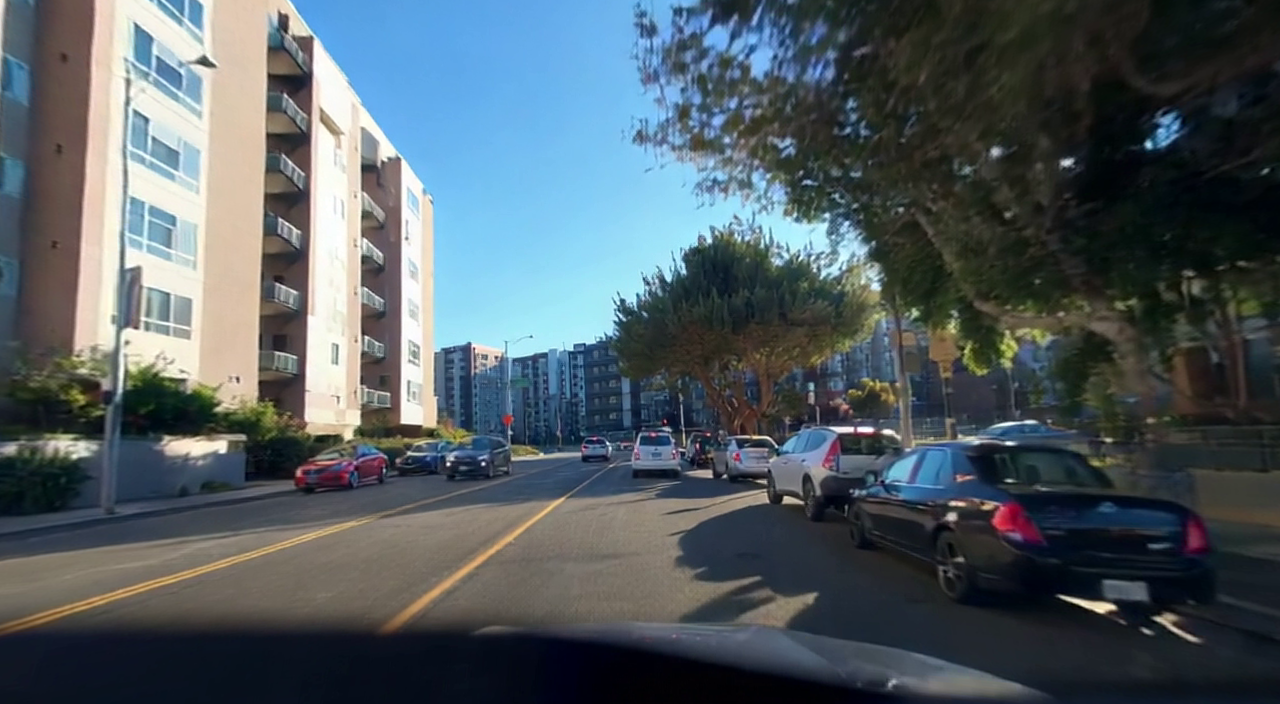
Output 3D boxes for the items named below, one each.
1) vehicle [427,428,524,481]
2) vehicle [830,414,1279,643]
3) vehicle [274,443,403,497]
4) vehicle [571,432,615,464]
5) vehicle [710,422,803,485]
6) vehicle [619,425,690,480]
[{"bbox_3d":[-6.141,3.916,24.281,2.345,1.831,4.828,0,-9,1],"label":"vehicle"},{"bbox_3d":[3.582,1.494,6.422,2.033,1.470,4.502,0,-9,2],"label":"vehicle"},{"bbox_3d":[-9.274,3.642,19.879,2.021,1.474,4.337,0,-9,-1],"label":"vehicle"},{"bbox_3d":[-2.669,5.613,36.935,2.219,1.746,4.197,0,-9,0],"label":"vehicle"},{"bbox_3d":[3.671,3.339,20.825,2.158,1.828,4.573,0,-9,-1],"label":"vehicle"},{"bbox_3d":[0.493,3.551,22.393,2.261,1.740,4.065,0,-9,1],"label":"vehicle"}]
